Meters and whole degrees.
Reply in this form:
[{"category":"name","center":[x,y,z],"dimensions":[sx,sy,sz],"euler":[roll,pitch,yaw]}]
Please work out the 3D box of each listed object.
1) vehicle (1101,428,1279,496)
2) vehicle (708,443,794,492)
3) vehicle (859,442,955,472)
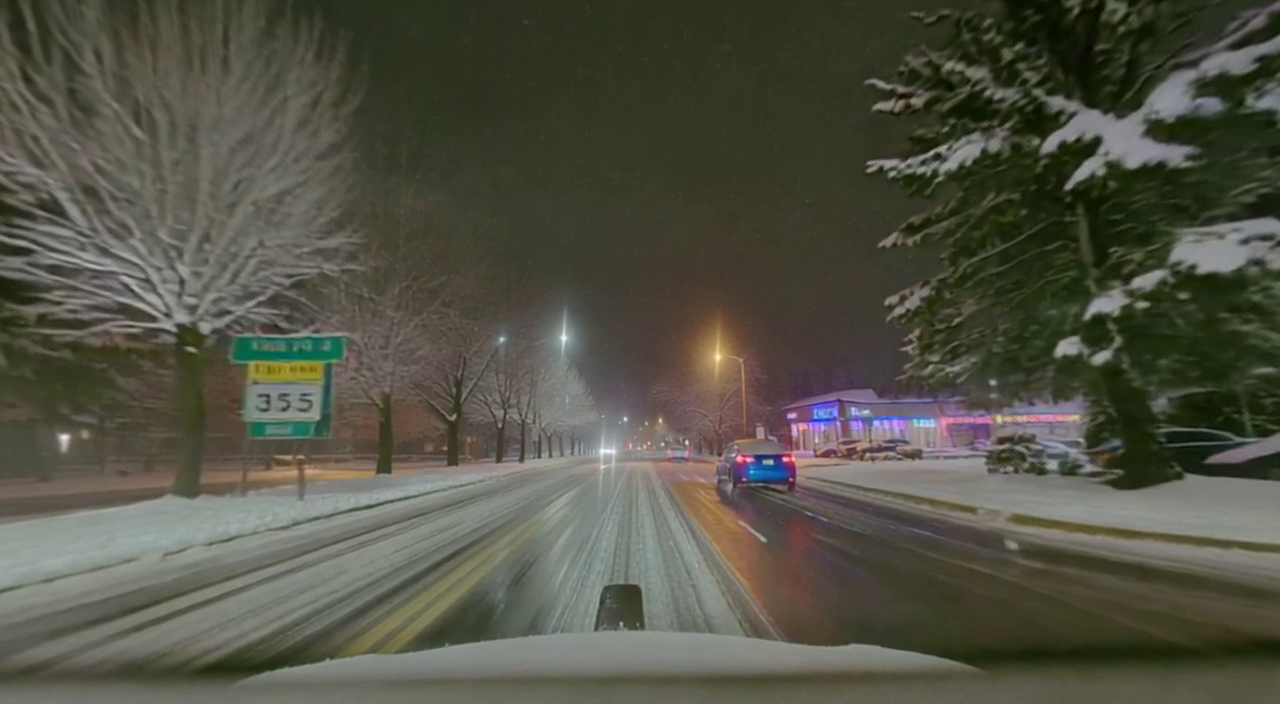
[{"category":"vehicle","center":[15.615,2.950,17.178],"dimensions":[4.404,1.687,2.206],"euler":[0,-8,-2]},{"category":"vehicle","center":[3.695,3.923,21.931],"dimensions":[2.033,1.482,4.571],"euler":[0,-8,-2]},{"category":"vehicle","center":[15.847,6.221,37.669],"dimensions":[4.684,1.448,2.090],"euler":[-3,-8,-3]}]
